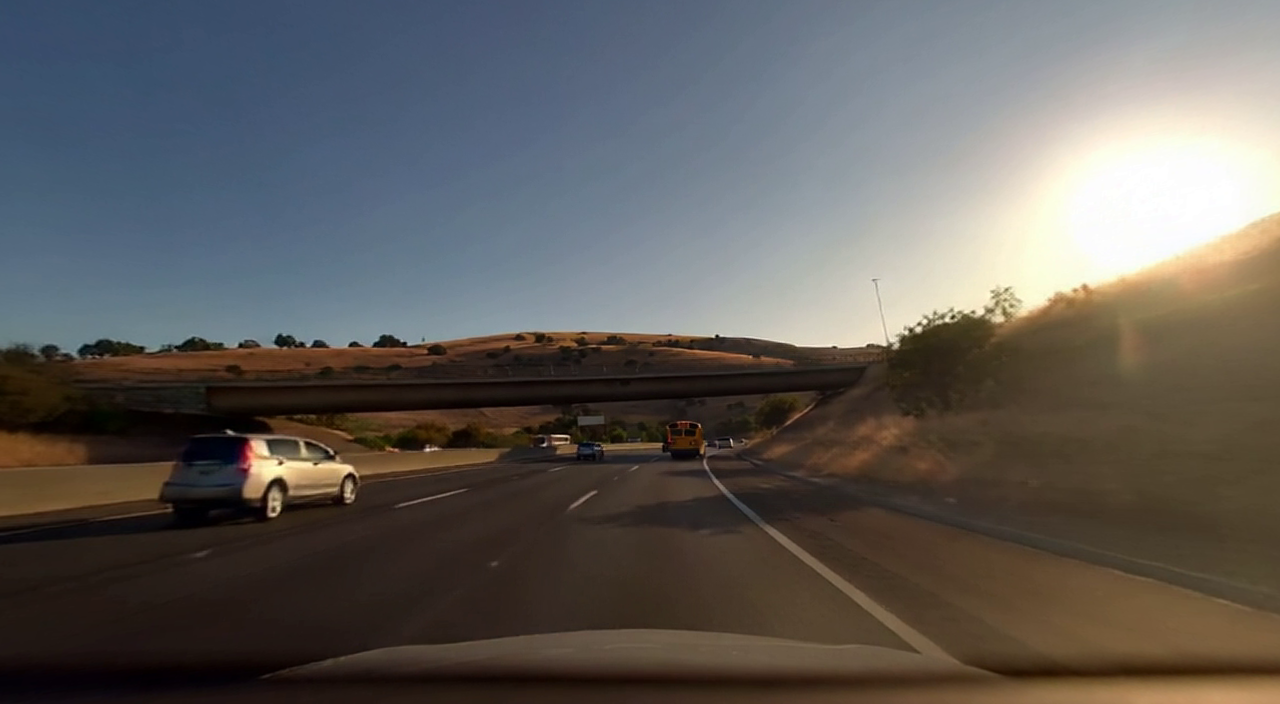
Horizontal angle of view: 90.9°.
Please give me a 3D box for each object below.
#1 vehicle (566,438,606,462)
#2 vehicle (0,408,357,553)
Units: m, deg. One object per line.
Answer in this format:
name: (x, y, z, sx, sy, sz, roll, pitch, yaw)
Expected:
vehicle: (-4.098, 7.512, 48.599, 2.106, 1.704, 4.637, -1, -8, 7)
vehicle: (-6.642, 1.845, 9.786, 2.172, 1.689, 4.625, 0, -8, 2)
